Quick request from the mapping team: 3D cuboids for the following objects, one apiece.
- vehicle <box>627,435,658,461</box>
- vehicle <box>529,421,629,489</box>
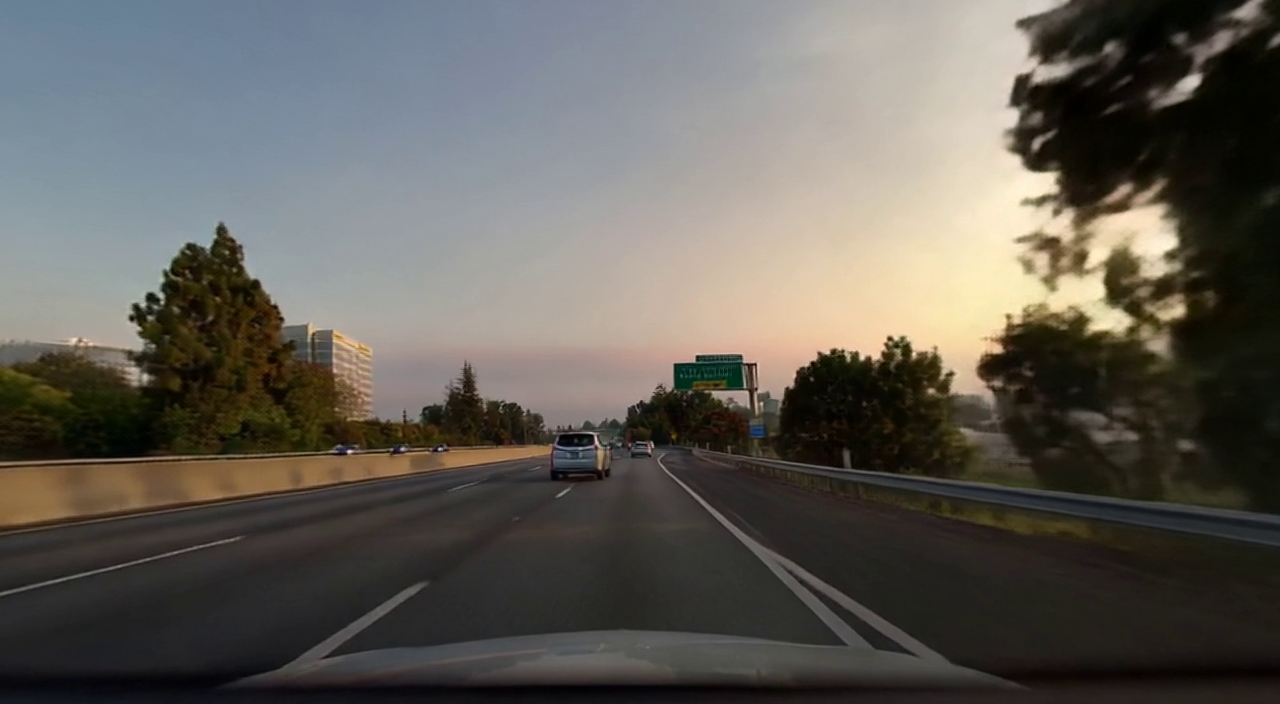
[{"bbox_3d":[0.229,7.437,48.921,2.306,1.857,4.657,0,-9,1],"label":"vehicle"},{"bbox_3d":[-1.817,3.423,21.179,2.497,1.957,5.432,-1,-9,4],"label":"vehicle"}]
